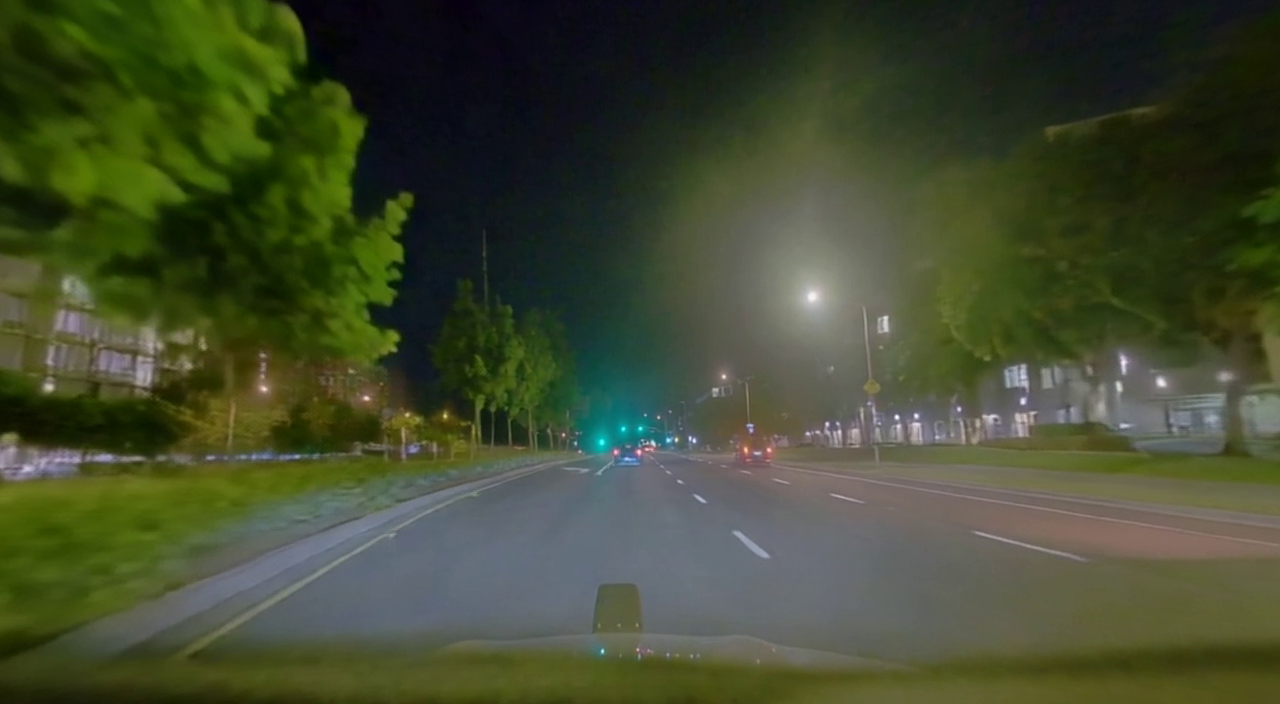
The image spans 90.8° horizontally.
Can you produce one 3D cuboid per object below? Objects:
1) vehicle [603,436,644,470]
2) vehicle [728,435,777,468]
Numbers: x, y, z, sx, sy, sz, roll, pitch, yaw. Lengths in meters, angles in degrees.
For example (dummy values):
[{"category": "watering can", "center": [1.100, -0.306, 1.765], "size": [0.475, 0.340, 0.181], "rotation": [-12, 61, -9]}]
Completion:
[{"category": "vehicle", "center": [-0.904, 5.821, 36.494], "size": [2.193, 1.794, 4.457], "rotation": [0, -8, 0]}, {"category": "vehicle", "center": [6.631, 5.920, 37.790], "size": [2.026, 1.804, 4.565], "rotation": [0, -9, -1]}]
